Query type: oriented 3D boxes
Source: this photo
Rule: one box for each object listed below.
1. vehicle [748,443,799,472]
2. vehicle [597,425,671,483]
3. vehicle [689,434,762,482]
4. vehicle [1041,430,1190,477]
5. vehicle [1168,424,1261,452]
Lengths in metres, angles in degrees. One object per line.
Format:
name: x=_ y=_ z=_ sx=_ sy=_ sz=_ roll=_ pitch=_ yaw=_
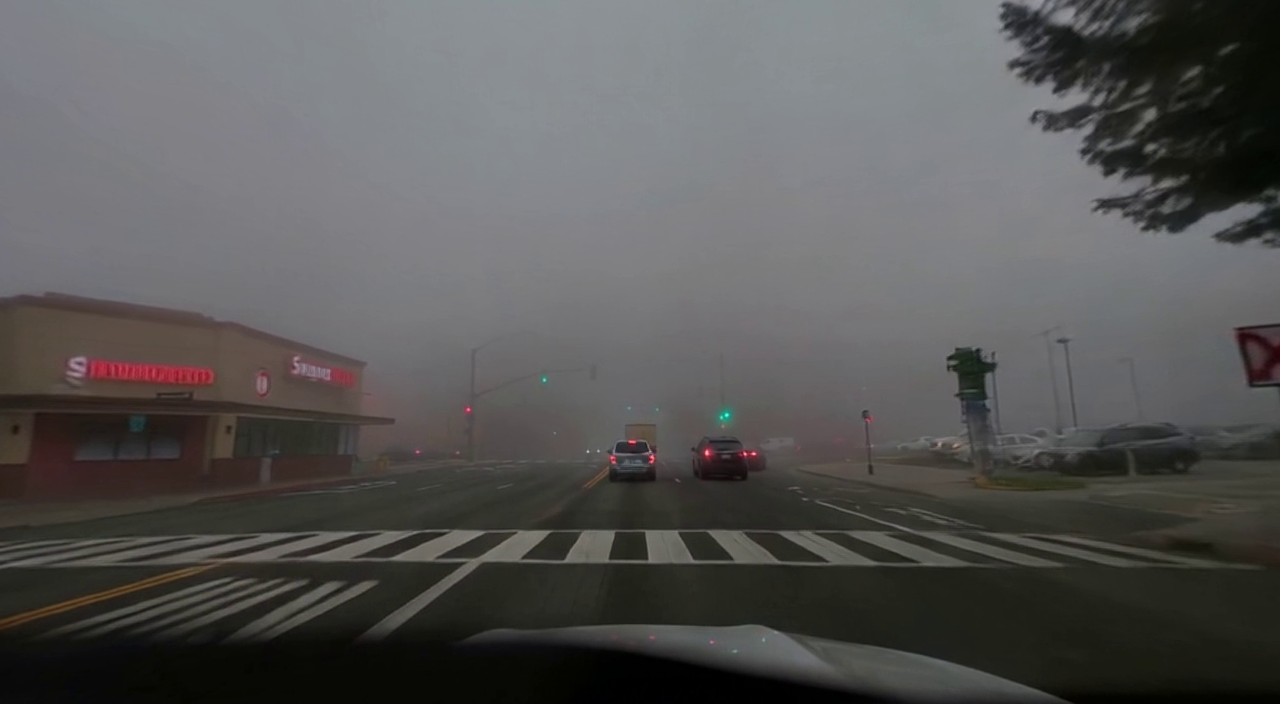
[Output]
vehicle: x=7.018 y=5.582 z=33.534 sx=2.002 sy=1.427 sz=4.436 roll=-1 pitch=-8 yaw=3
vehicle: x=-0.211 y=4.053 z=25.313 sx=2.638 sy=2.065 sz=5.313 roll=0 pitch=-8 yaw=0
vehicle: x=3.362 y=4.291 z=25.824 sx=2.276 sy=1.787 sz=4.630 roll=0 pitch=-8 yaw=-1
vehicle: x=16.585 y=3.523 z=22.100 sx=3.880 sy=1.538 sz=1.862 roll=1 pitch=-8 yaw=-8
vehicle: x=35.223 y=5.329 z=38.787 sx=1.817 sy=1.548 sz=4.050 roll=-2 pitch=-9 yaw=-1
